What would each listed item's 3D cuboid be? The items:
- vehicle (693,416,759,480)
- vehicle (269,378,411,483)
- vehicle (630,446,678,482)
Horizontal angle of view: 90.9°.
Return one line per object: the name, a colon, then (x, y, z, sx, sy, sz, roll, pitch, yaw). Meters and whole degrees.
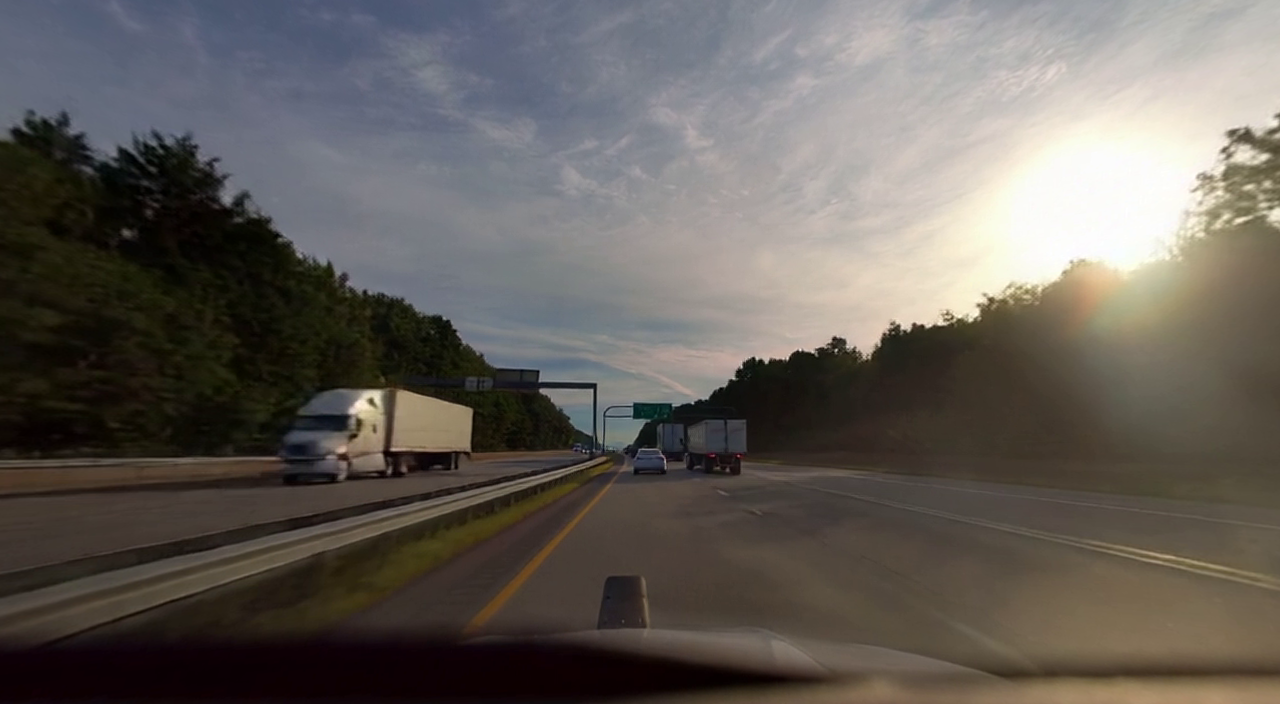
vehicle: (4.742, 5.503, 36.163, 2.600, 3.282, 7.635, 0, -9, -1)
vehicle: (-12.080, 3.309, 26.102, 2.959, 3.857, 5.749, 0, -9, -1)
vehicle: (0.576, 5.081, 28.954, 2.069, 1.523, 4.012, 0, -9, -1)
